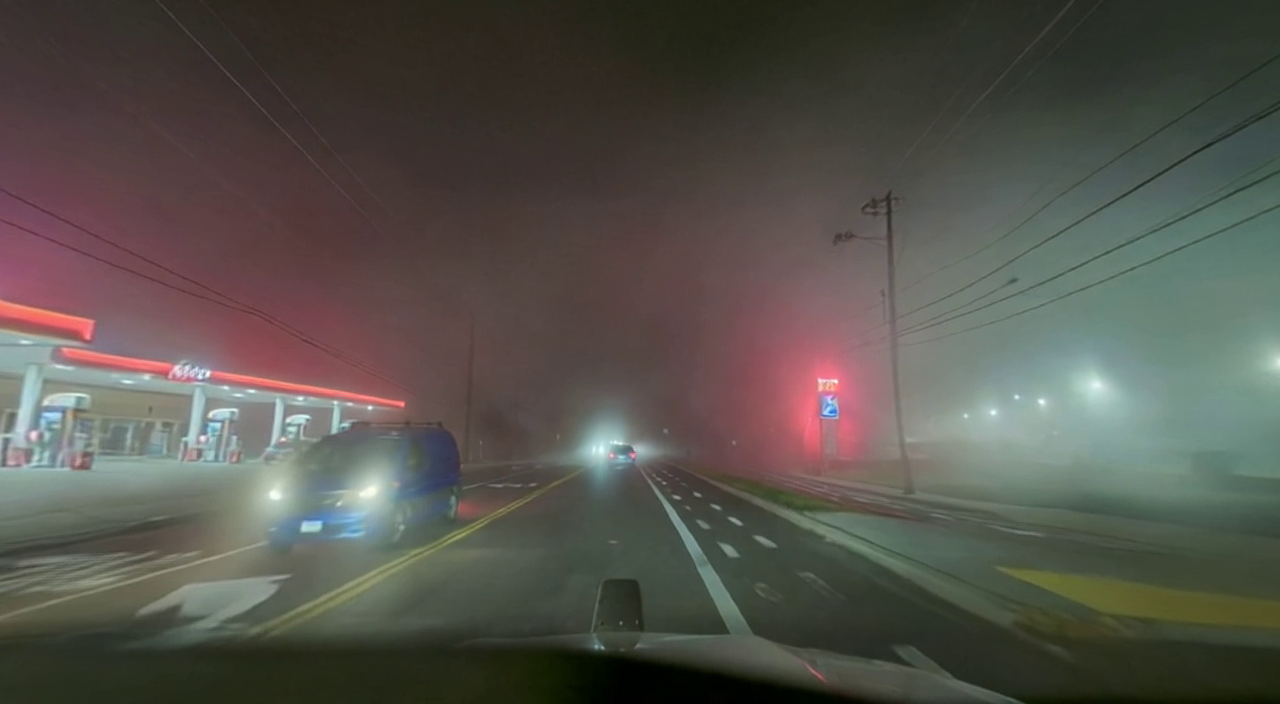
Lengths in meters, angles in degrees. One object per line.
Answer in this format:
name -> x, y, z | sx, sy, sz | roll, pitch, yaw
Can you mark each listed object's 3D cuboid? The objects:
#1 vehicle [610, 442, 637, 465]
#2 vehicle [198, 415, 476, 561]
vehicle -> -1.236, 7.787, 48.756 | 2.000, 1.663, 4.271 | 0, -8, -1
vehicle -> -4.519, 2.074, 10.583 | 2.274, 1.844, 4.843 | 0, -8, -1
